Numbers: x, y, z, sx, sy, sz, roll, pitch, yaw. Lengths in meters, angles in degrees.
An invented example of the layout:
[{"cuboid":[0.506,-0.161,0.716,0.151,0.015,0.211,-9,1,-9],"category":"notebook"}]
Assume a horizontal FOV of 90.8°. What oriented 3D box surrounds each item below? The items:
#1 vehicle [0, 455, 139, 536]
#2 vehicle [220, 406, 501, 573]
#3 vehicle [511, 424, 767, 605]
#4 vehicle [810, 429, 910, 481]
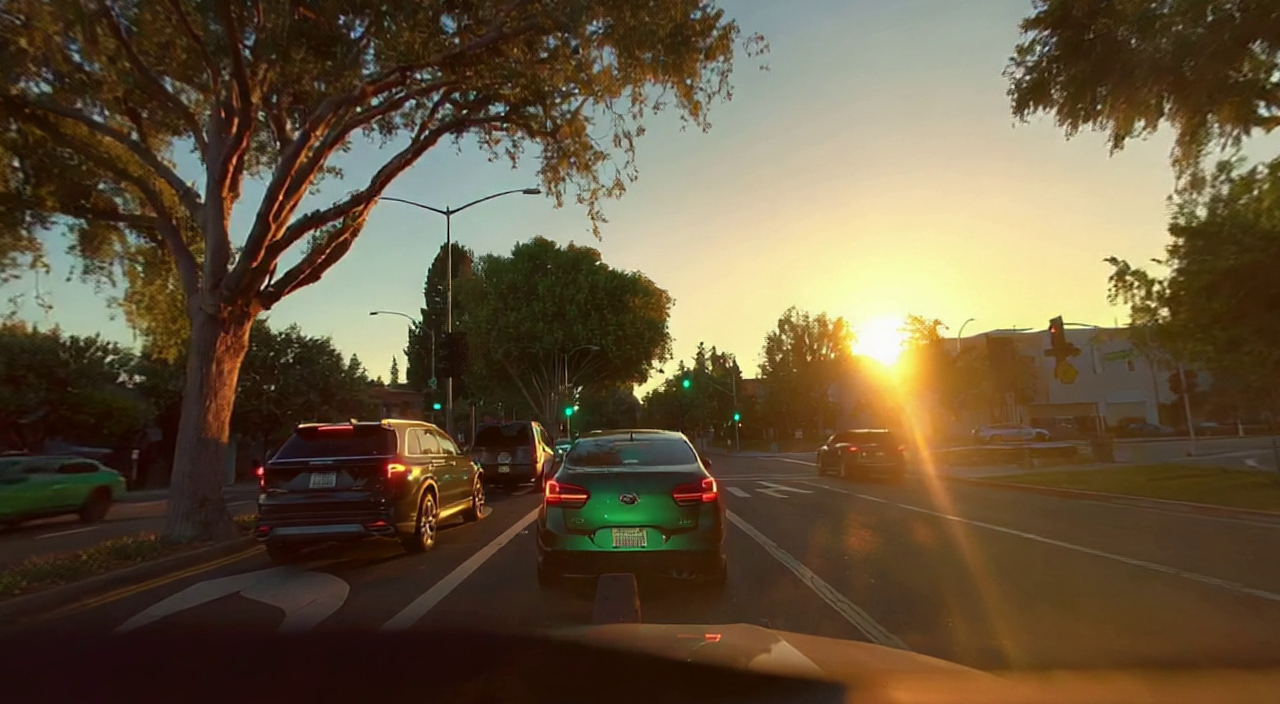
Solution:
[{"cuboid":[-12.923,2.883,12.960,1.841,1.469,4.202,0,-8,0],"category":"vehicle"},{"cuboid":[-3.434,1.765,8.869,2.046,1.751,4.208,0,-8,-1],"category":"vehicle"},{"cuboid":[-0.061,1.645,7.307,2.126,1.475,3.967,0,-8,-2],"category":"vehicle"},{"cuboid":[7.998,3.800,23.456,2.059,1.719,4.443,0,-8,-1],"category":"vehicle"}]
